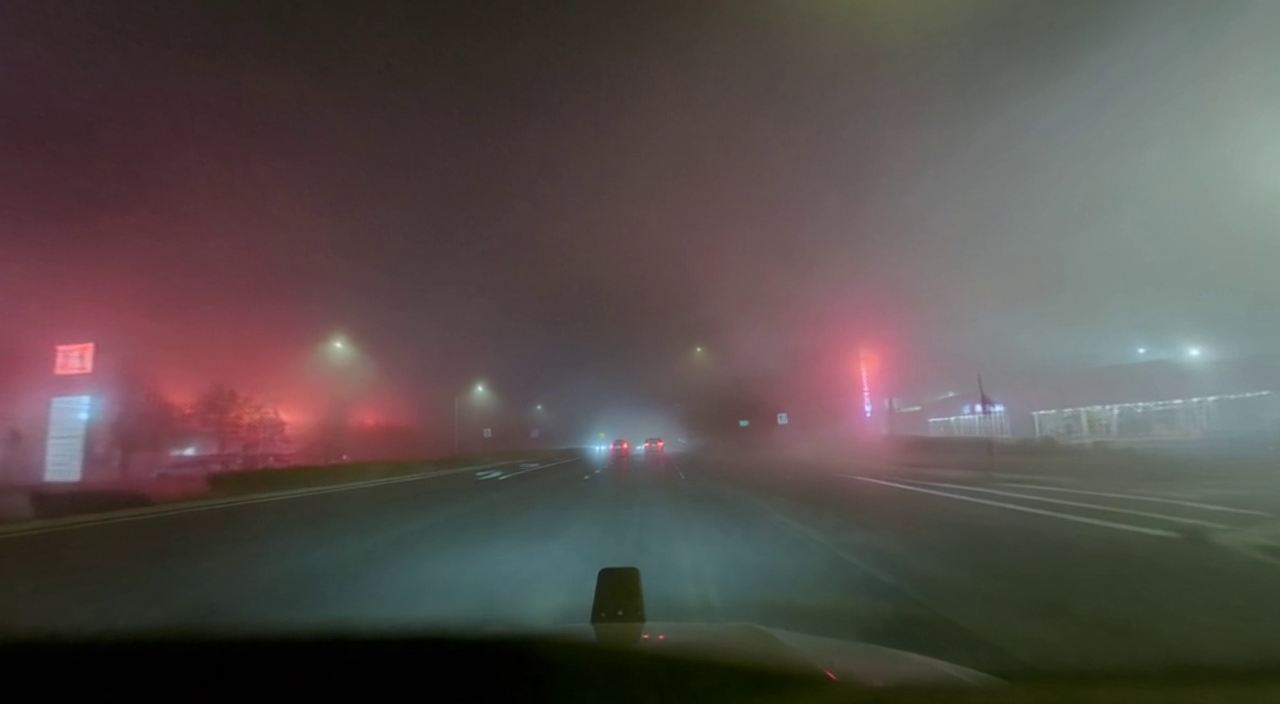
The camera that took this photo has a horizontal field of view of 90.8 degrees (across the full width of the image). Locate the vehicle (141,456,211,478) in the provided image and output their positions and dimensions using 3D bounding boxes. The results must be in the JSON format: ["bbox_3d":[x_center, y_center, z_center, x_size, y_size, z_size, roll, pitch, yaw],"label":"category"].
[{"bbox_3d":[-31.640,7.860,43.229,1.815,1.401,3.775,-1,-10,2],"label":"vehicle"}]

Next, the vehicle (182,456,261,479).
[{"bbox_3d":[-29.094,8.035,44.145,1.920,1.442,4.998,-1,-9,2],"label":"vehicle"}]

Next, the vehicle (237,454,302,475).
[{"bbox_3d":[-28.998,8.794,49.668,1.960,1.478,4.949,-1,-9,3],"label":"vehicle"}]
